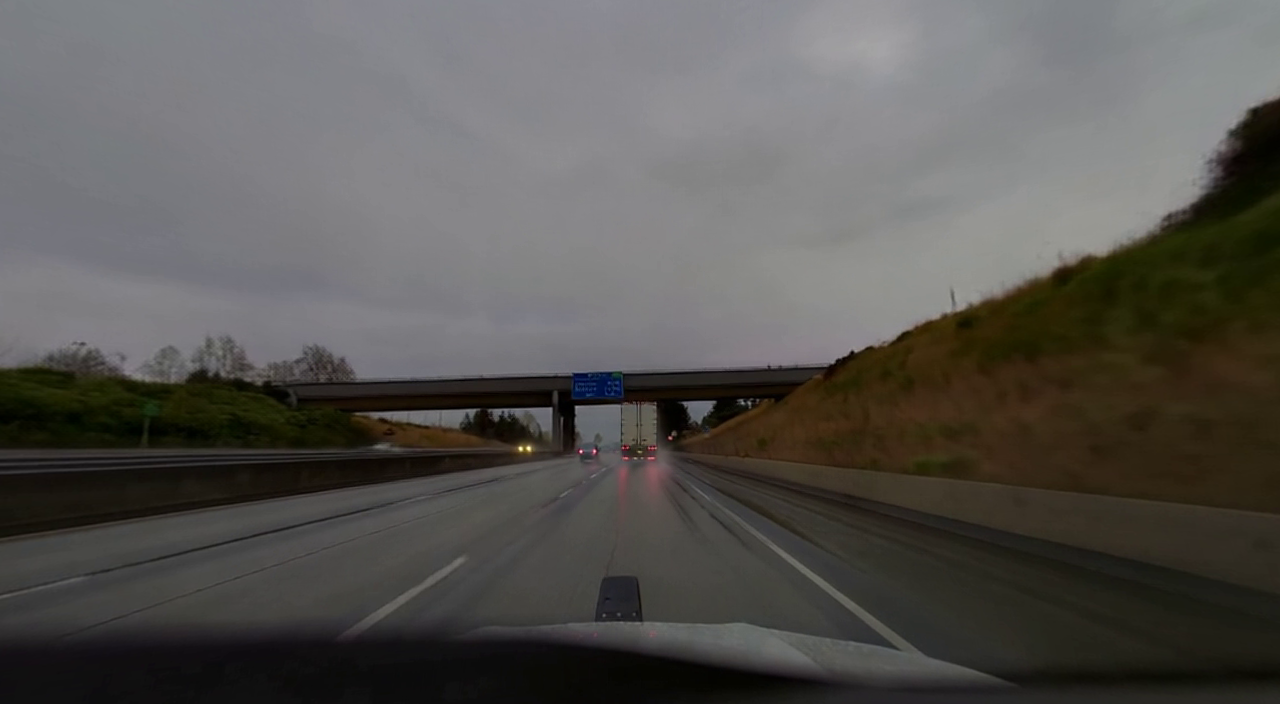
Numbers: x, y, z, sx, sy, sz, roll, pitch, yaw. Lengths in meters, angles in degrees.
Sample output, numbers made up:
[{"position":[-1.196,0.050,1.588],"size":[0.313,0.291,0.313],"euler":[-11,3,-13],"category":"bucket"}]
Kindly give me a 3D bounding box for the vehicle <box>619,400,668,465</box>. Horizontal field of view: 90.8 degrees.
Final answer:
[{"position":[0.145,5.968,45.392],"size":[3.033,3.985,12.383],"euler":[0,-9,0],"category":"vehicle"}]
